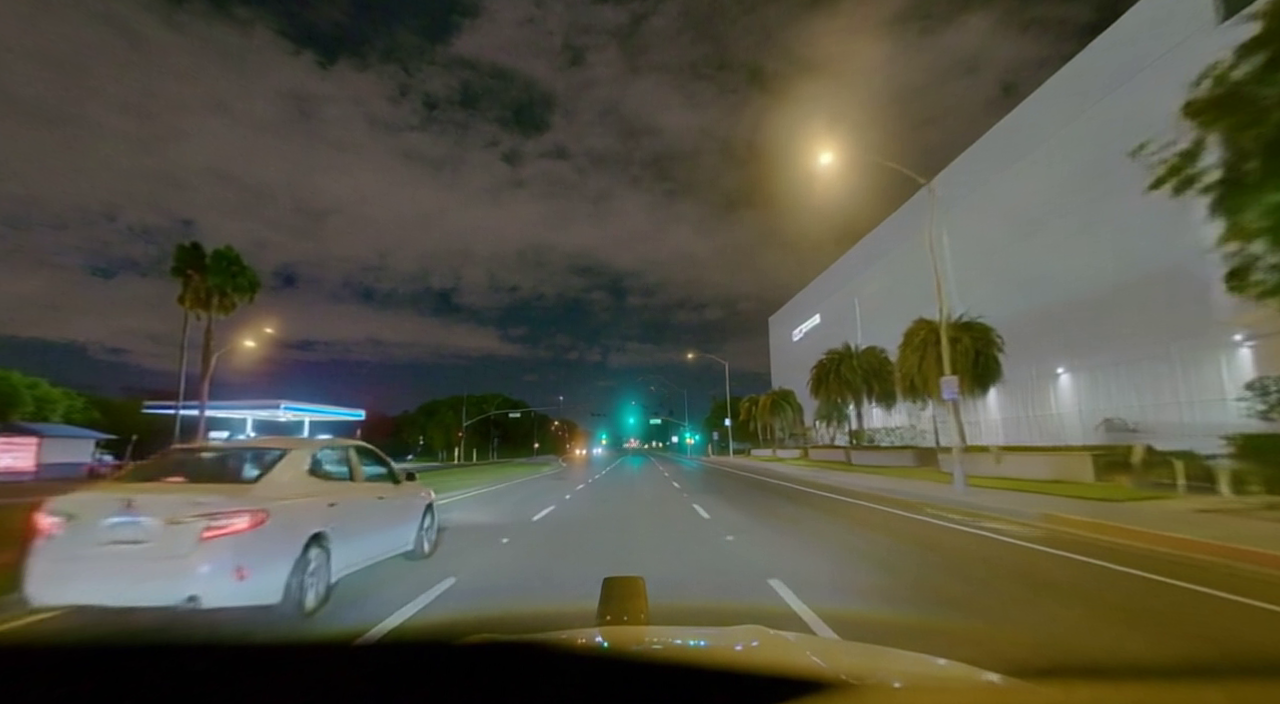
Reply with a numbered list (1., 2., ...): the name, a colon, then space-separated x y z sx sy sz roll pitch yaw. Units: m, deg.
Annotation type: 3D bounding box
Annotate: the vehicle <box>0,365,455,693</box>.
1. vehicle: -3.380 1.281 5.714 2.011 1.756 4.478 -1 -8 0
